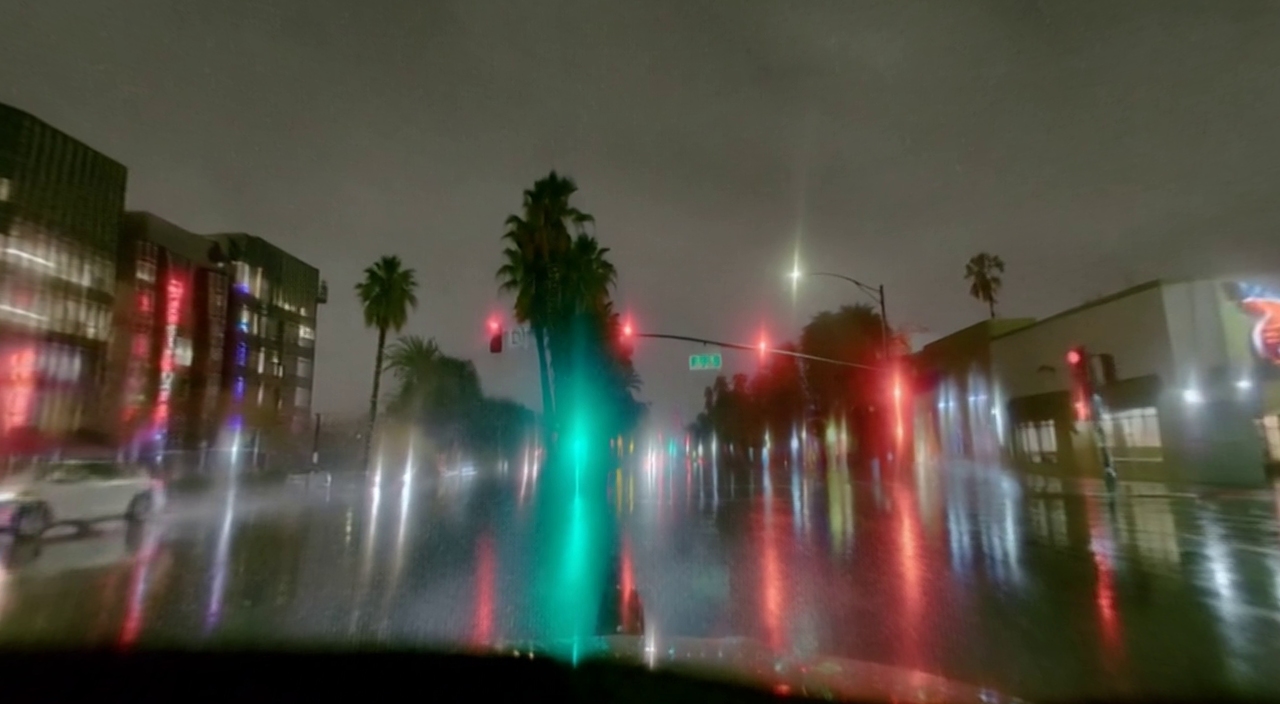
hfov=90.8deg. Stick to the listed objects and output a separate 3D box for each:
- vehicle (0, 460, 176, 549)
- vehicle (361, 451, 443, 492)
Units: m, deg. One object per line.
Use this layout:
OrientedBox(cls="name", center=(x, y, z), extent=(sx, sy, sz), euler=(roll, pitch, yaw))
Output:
OrientedBox(cls="vehicle", center=(-12.935, 3.223, 13.989), extent=(2.038, 1.624, 4.292), euler=(0, -9, 0))
OrientedBox(cls="vehicle", center=(-12.898, 6.495, 34.734), extent=(2.268, 2.016, 5.632), euler=(0, -9, 0))
